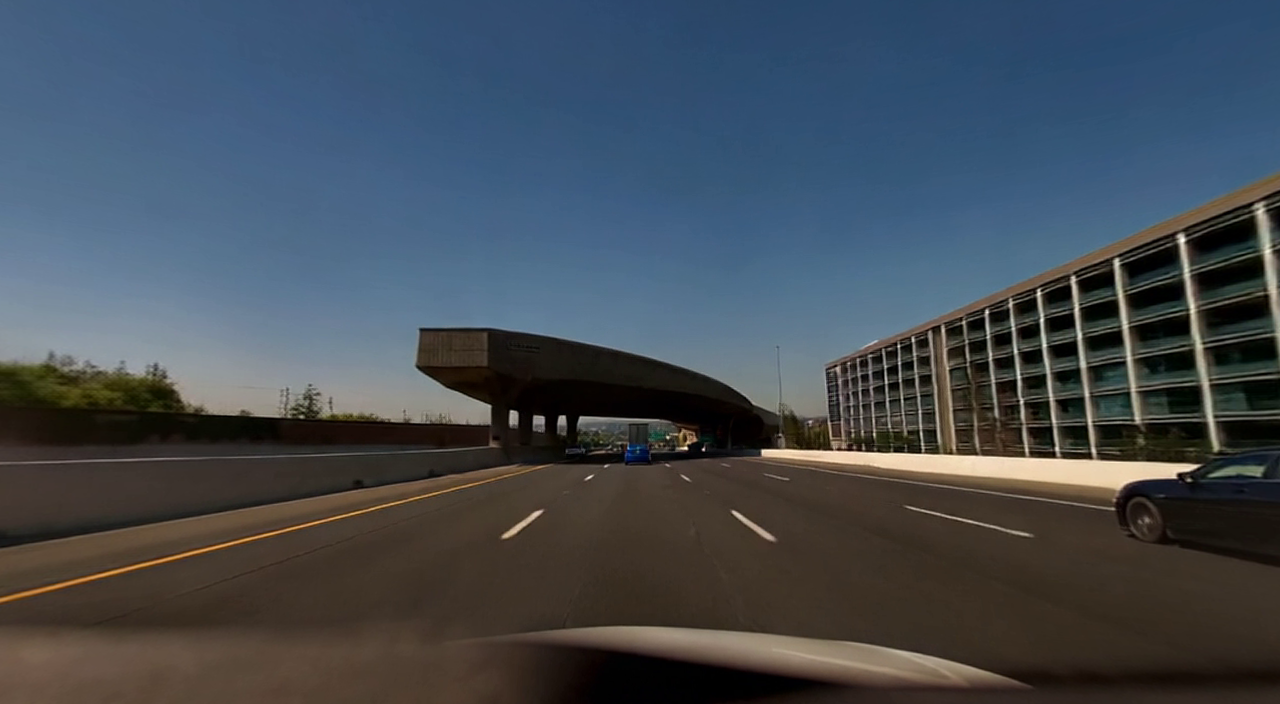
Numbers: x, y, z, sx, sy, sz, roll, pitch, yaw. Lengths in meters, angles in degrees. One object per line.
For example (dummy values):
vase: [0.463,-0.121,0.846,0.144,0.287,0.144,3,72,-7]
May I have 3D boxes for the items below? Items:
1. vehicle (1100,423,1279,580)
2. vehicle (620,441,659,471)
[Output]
vehicle: [7.151,1.426,5.970,1.937,1.498,4.710,0,-8,-1]
vehicle: [-0.028,5.660,34.426,2.036,1.542,3.891,0,-8,0]
